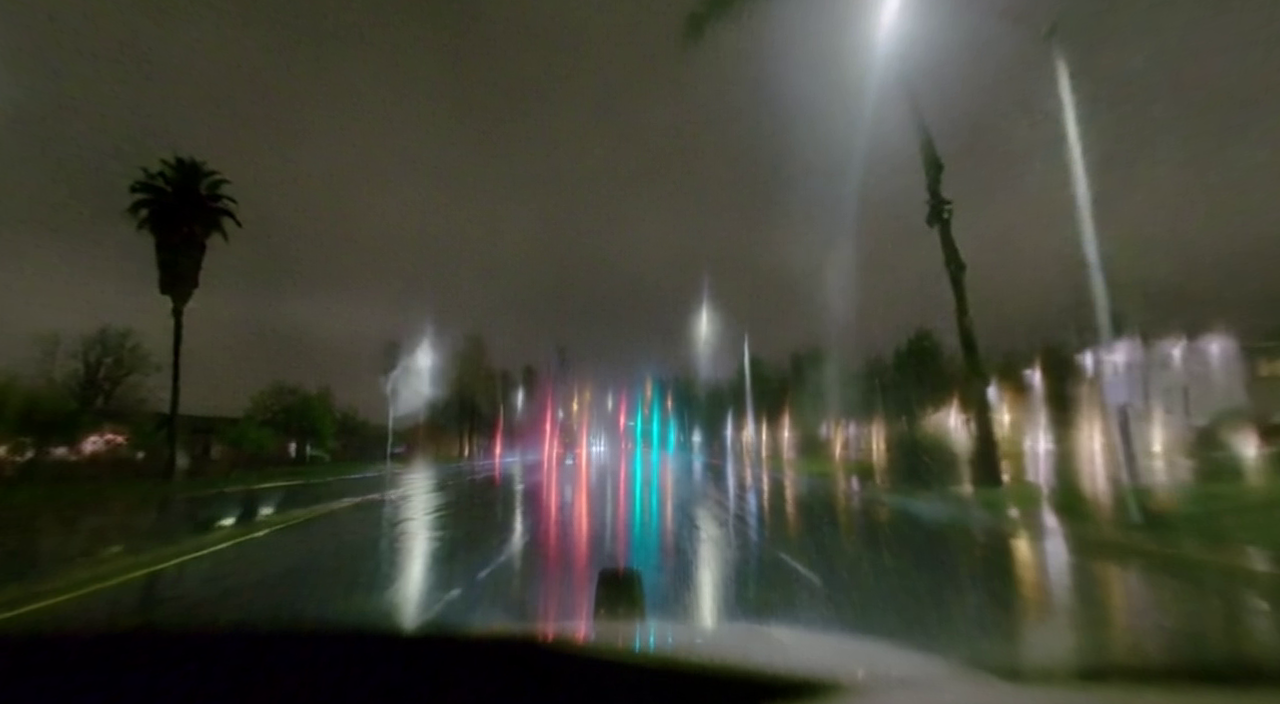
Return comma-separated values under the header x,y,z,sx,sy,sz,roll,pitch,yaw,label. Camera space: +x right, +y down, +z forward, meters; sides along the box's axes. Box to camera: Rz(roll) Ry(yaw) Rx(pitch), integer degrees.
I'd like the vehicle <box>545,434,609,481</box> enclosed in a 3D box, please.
x,y,z,sx,sy,sz,roll,pitch,yaw,label
-2.836,4.948,29.800,2.370,1.968,5.698,0,-9,1,vehicle
